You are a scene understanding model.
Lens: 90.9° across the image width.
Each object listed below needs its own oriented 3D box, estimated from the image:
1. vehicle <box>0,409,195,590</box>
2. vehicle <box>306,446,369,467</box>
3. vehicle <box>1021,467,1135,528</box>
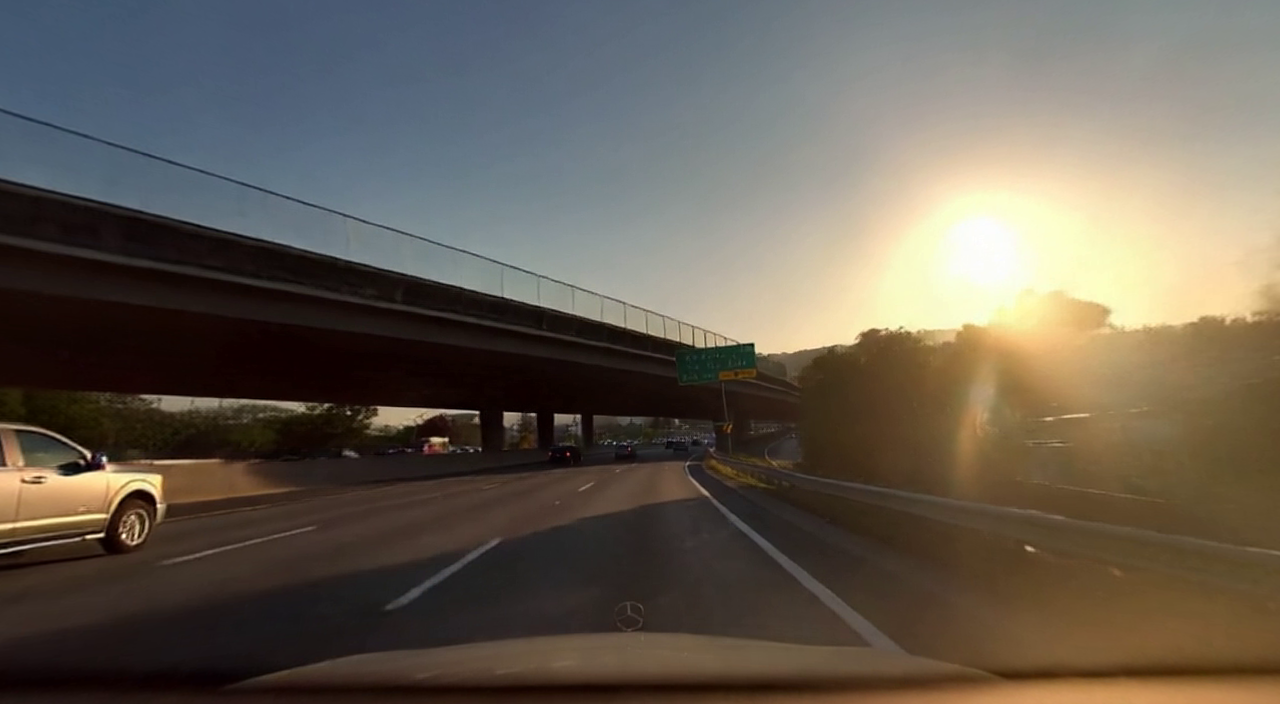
[{"bbox_3d":[-6.810,1.350,5.762,1.923,1.630,4.857,0,-8,0],"label":"vehicle"},{"bbox_3d":[-21.574,7.456,45.199,1.887,1.462,4.739,-1,-8,5],"label":"vehicle"},{"bbox_3d":[28.183,9.304,41.048,2.749,3.380,6.690,-1,-8,3],"label":"vehicle"}]
